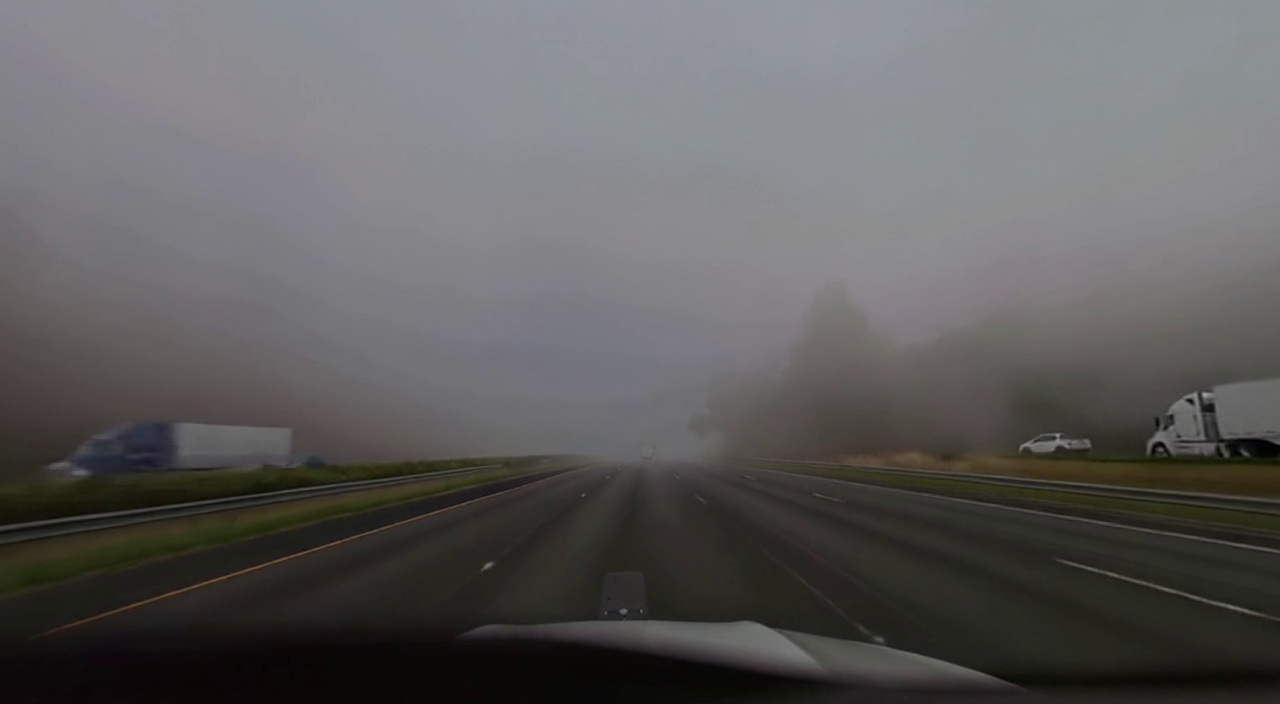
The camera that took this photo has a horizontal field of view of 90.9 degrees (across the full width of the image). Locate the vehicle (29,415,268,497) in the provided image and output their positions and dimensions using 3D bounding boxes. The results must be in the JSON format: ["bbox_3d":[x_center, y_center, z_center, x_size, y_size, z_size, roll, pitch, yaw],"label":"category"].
[{"bbox_3d":[-28.530,6.247,38.345,2.858,3.971,14.344,0,-9,1],"label":"vehicle"}]

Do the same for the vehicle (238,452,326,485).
[{"bbox_3d":[-21.138,6.877,37.516,1.997,1.743,5.137,0,-9,3],"label":"vehicle"}]

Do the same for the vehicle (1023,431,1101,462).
[{"bbox_3d":[26.808,6.025,40.181,2.038,1.823,3.744,1,-9,-9],"label":"vehicle"}]
